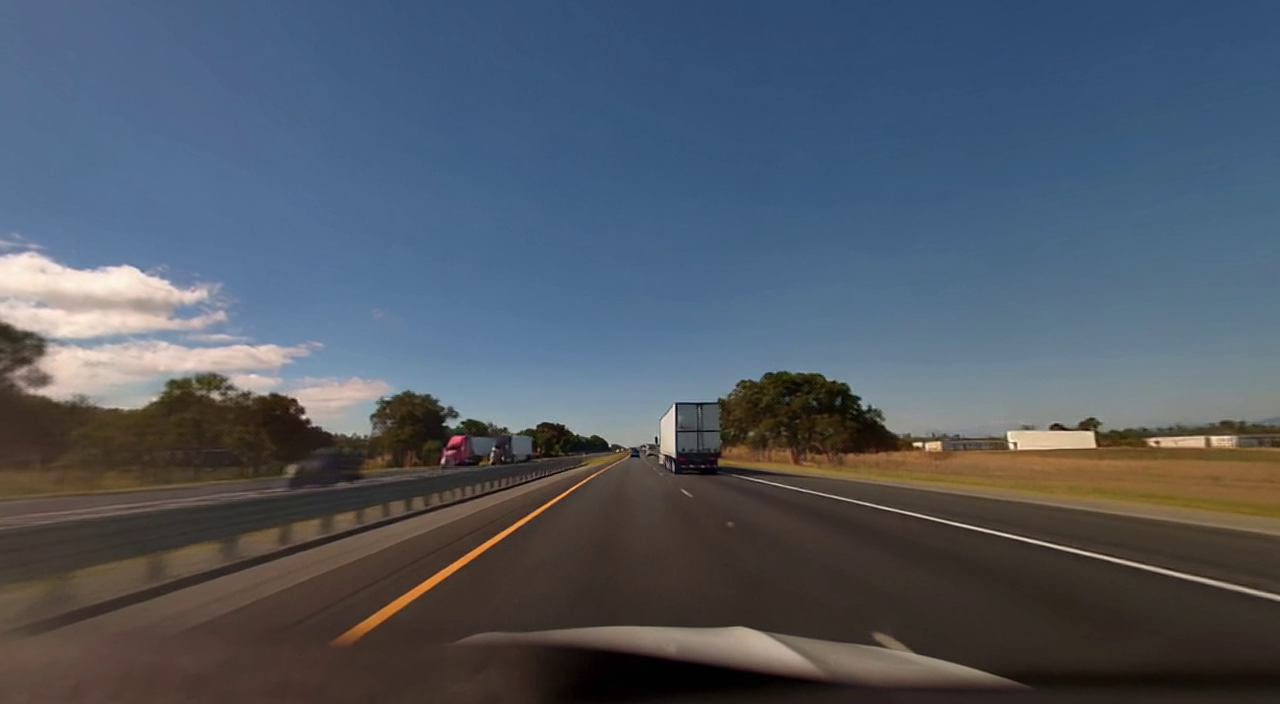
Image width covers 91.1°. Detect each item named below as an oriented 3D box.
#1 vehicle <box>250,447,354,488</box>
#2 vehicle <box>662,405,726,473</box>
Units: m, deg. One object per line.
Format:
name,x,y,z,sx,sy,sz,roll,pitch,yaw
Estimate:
vehicle,-14.310,4.883,26.952,2.002,1.594,4.402,0,-9,-1
vehicle,3.429,6.219,44.060,3.037,3.999,13.133,0,-9,-1
